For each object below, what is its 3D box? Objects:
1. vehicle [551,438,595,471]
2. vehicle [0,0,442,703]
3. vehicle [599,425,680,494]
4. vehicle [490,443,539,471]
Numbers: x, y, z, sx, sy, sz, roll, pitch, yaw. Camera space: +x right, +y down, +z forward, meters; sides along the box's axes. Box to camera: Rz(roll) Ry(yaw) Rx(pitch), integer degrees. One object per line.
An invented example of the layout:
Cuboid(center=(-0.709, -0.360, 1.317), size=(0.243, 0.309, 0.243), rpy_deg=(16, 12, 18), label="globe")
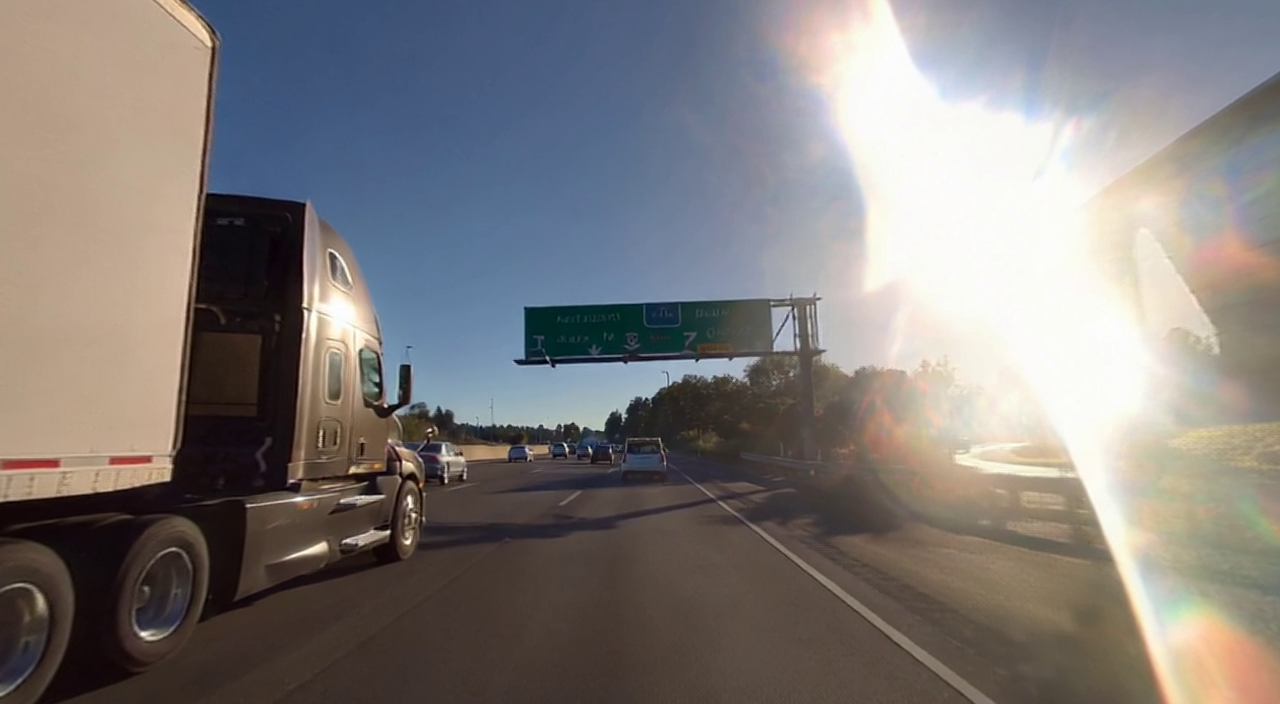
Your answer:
Cuboid(center=(-3.591, 5.567, 34.484), size=(1.952, 1.649, 4.131), rpy_deg=(0, -9, 1), label="vehicle")
Cuboid(center=(-3.810, -0.418, 2.589), size=(2.990, 3.885, 8.540), rpy_deg=(0, -9, 1), label="vehicle")
Cuboid(center=(0.005, 3.138, 18.664), size=(2.152, 1.779, 3.924), rpy_deg=(0, -9, 1), label="vehicle")
Cuboid(center=(-7.185, 6.053, 36.562), size=(1.869, 1.466, 4.217), rpy_deg=(0, -9, 1), label="vehicle")
